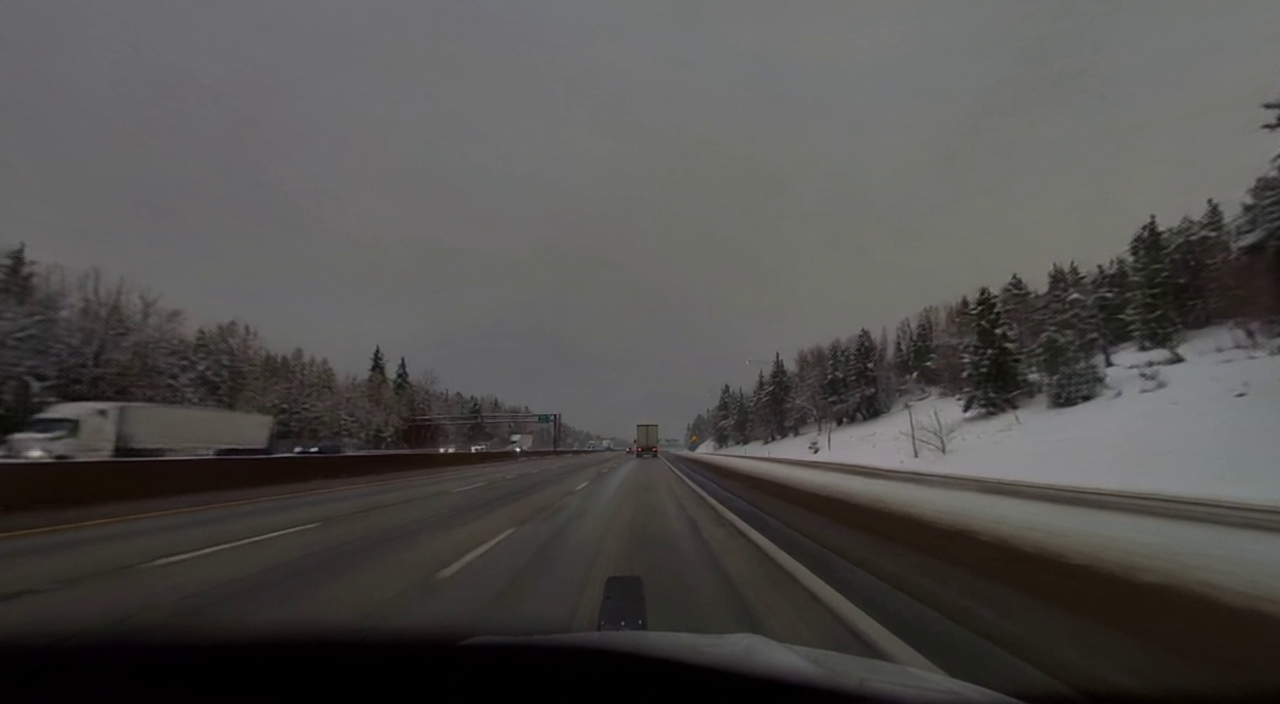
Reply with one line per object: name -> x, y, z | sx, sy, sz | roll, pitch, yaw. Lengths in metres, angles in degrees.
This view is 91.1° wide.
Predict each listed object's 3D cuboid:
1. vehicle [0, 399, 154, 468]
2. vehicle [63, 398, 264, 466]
vehicle -> -35.521, 5.256, 40.068 | 2.999, 4.001, 7.123 | 0, -8, 1
vehicle -> -35.417, 6.312, 48.341 | 2.887, 4.356, 15.809 | 0, -8, 1
